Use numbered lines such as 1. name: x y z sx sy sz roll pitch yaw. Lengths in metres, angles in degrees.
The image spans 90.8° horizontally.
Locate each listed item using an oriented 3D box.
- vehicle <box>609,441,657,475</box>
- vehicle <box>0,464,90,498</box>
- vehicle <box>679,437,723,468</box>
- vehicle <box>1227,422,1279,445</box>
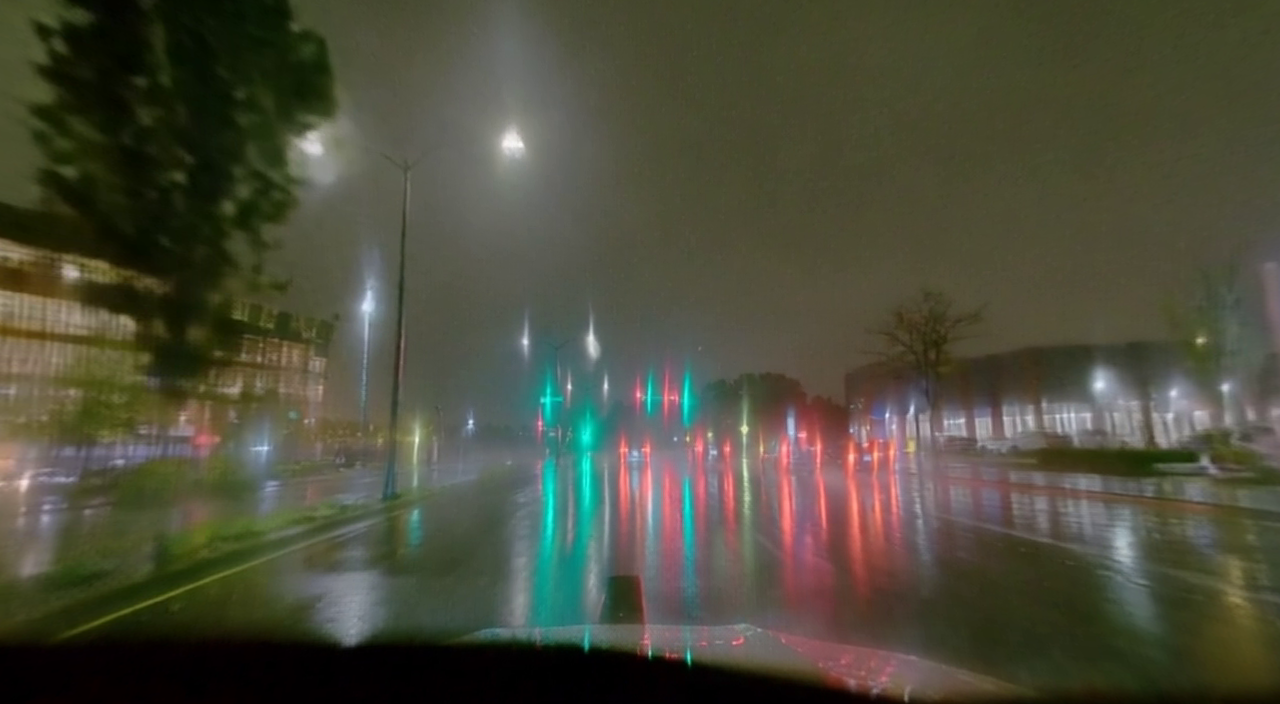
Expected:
1. vehicle: -0.354 5.010 30.130 2.110 1.476 4.294 0 -9 -1
2. vehicle: -29.997 6.329 31.125 4.033 1.531 1.789 0 -9 -2
3. vehicle: 3.508 5.846 36.949 2.100 1.683 4.231 0 -9 -1
4. vehicle: 44.230 5.726 44.222 1.791 1.569 4.544 0 -9 -1
